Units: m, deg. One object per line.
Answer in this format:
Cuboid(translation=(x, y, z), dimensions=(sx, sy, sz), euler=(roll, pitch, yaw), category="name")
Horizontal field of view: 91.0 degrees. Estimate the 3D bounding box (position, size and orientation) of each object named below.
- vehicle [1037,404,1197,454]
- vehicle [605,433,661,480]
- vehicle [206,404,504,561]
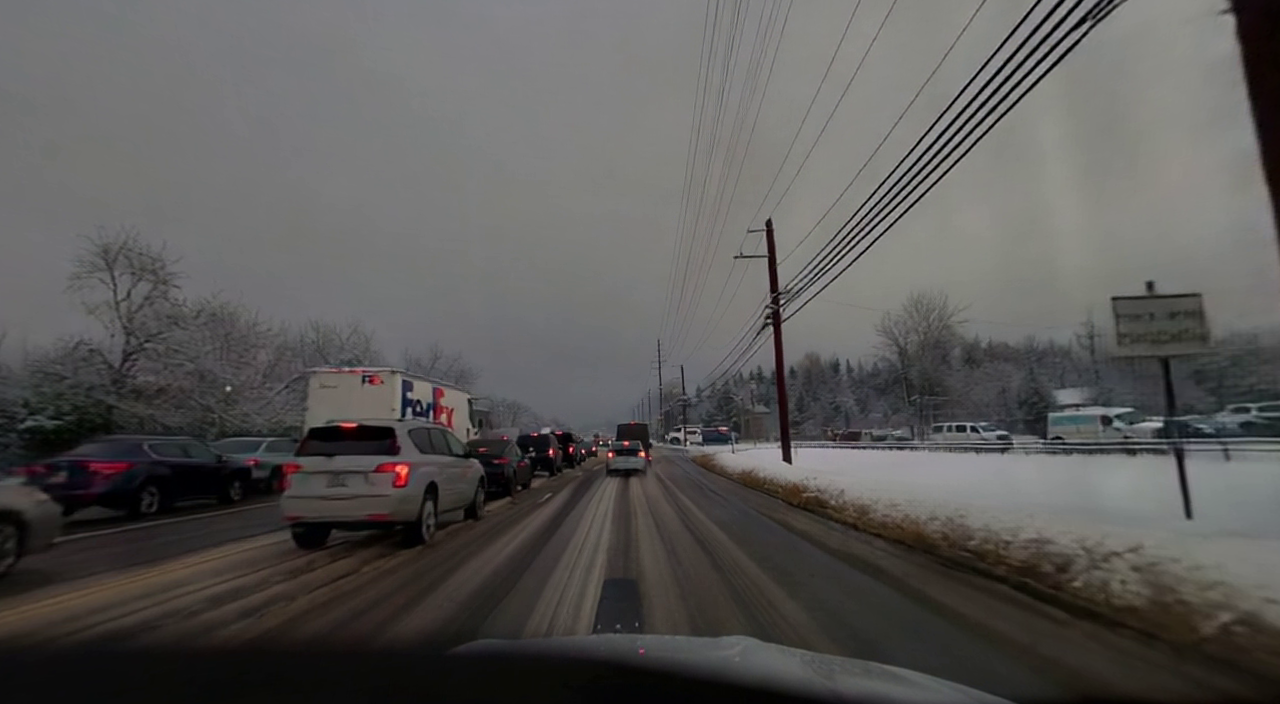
Cuboid(translation=(32.683, 5.337, 43.291), dimensions=(8.848, 3.271, 2.774), euler=(0, -9, -5), category="vehicle")
Cuboid(translation=(-0.300, 4.111, 25.031), dimensions=(2.055, 1.671, 4.147), euler=(0, -8, -1), category="vehicle")
Cuboid(translation=(-3.840, 1.872, 9.781), dimensions=(2.263, 1.803, 4.868), euler=(0, -8, 1), category="vehicle")
